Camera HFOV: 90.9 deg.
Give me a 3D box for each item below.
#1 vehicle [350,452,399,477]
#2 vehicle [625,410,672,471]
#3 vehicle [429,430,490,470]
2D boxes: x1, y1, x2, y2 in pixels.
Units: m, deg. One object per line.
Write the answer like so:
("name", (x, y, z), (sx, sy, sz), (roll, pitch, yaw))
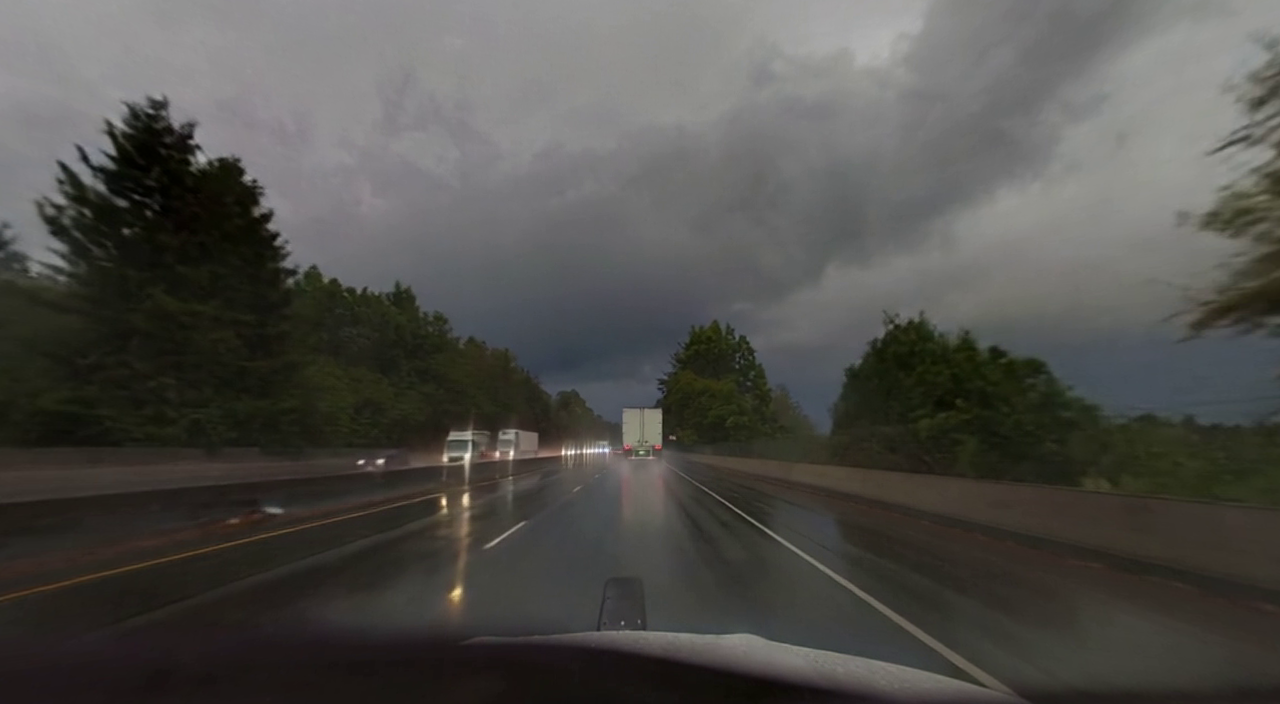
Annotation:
("vehicle", (-16.444, 6.949, 39.138), (1.595, 1.483, 3.151), (0, -9, 1))
("vehicle", (0.474, 6.604, 46.509), (3.024, 3.965, 10.399), (0, -9, -1))
("vehicle", (-12.447, 6.864, 44.025), (2.282, 2.547, 5.989), (0, -9, 2))
